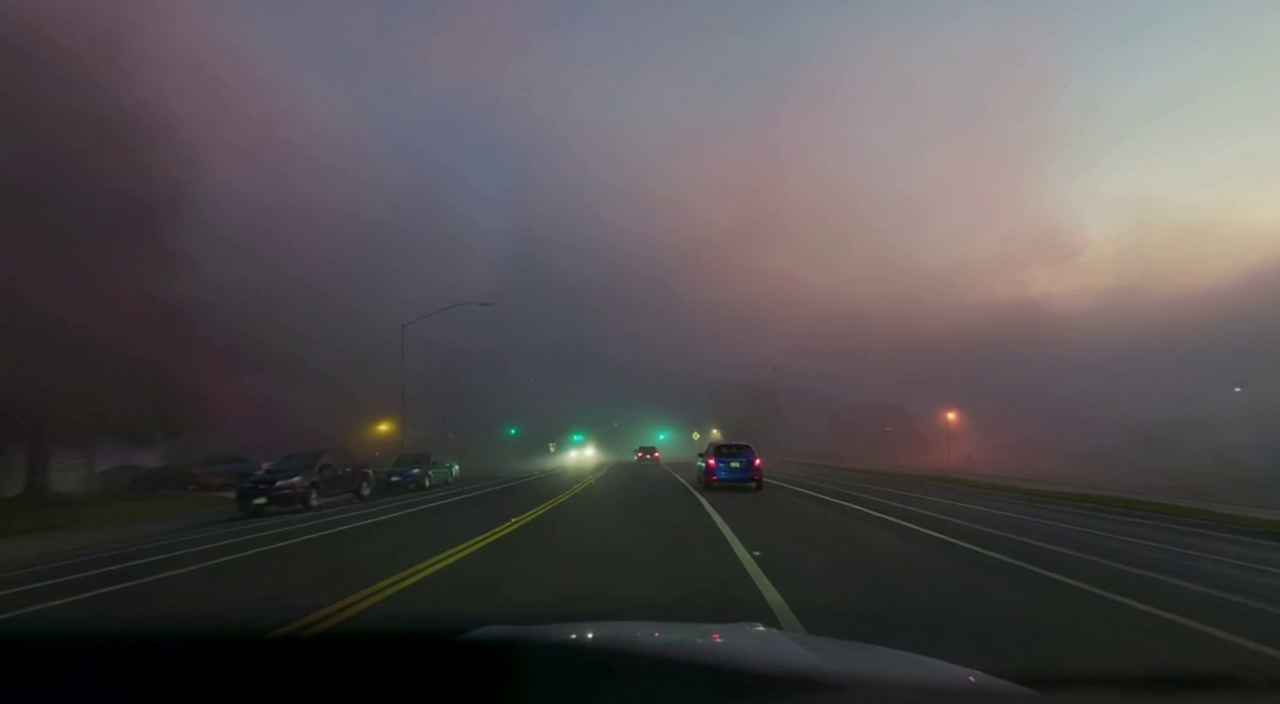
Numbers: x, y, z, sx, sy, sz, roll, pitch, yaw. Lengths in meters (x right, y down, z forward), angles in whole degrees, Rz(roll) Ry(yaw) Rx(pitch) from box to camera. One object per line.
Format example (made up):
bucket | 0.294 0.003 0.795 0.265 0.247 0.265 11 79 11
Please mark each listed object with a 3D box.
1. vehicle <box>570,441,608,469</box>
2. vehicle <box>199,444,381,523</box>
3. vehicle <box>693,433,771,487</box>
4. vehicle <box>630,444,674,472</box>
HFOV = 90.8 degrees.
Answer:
vehicle | -3.429 7.059 43.445 2.091 1.811 4.651 0 -9 2
vehicle | -9.033 3.384 16.908 2.188 1.813 4.478 0 -8 1
vehicle | 3.259 3.947 23.381 2.200 1.763 4.676 0 -8 0
vehicle | 0.596 5.828 34.904 2.196 1.449 4.006 0 -9 -2
